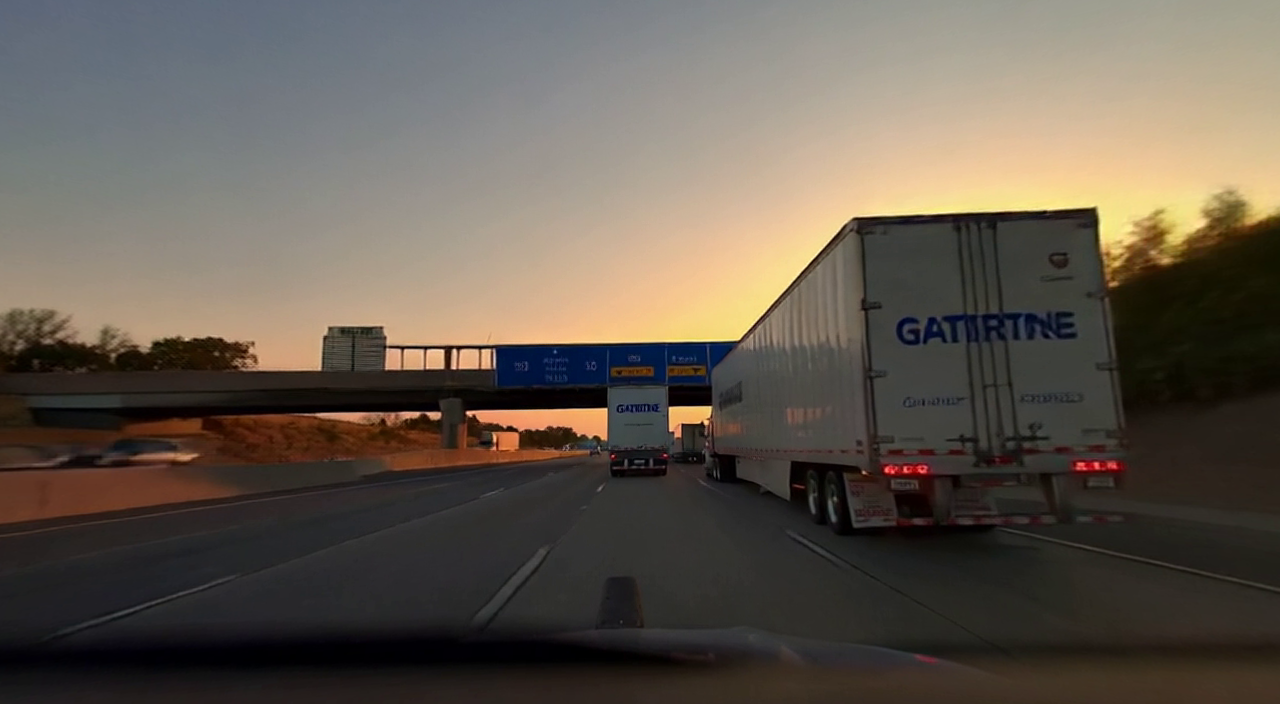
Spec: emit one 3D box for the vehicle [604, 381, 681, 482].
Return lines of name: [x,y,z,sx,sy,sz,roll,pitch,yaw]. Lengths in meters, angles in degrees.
vehicle: [0.135,3.723,28.672,2.864,3.805,9.709,-1,-9,1]

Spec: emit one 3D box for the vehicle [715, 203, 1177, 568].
vehicle: [4.201,1.379,14.290,3.044,4.128,14.482,0,-9,-1]
